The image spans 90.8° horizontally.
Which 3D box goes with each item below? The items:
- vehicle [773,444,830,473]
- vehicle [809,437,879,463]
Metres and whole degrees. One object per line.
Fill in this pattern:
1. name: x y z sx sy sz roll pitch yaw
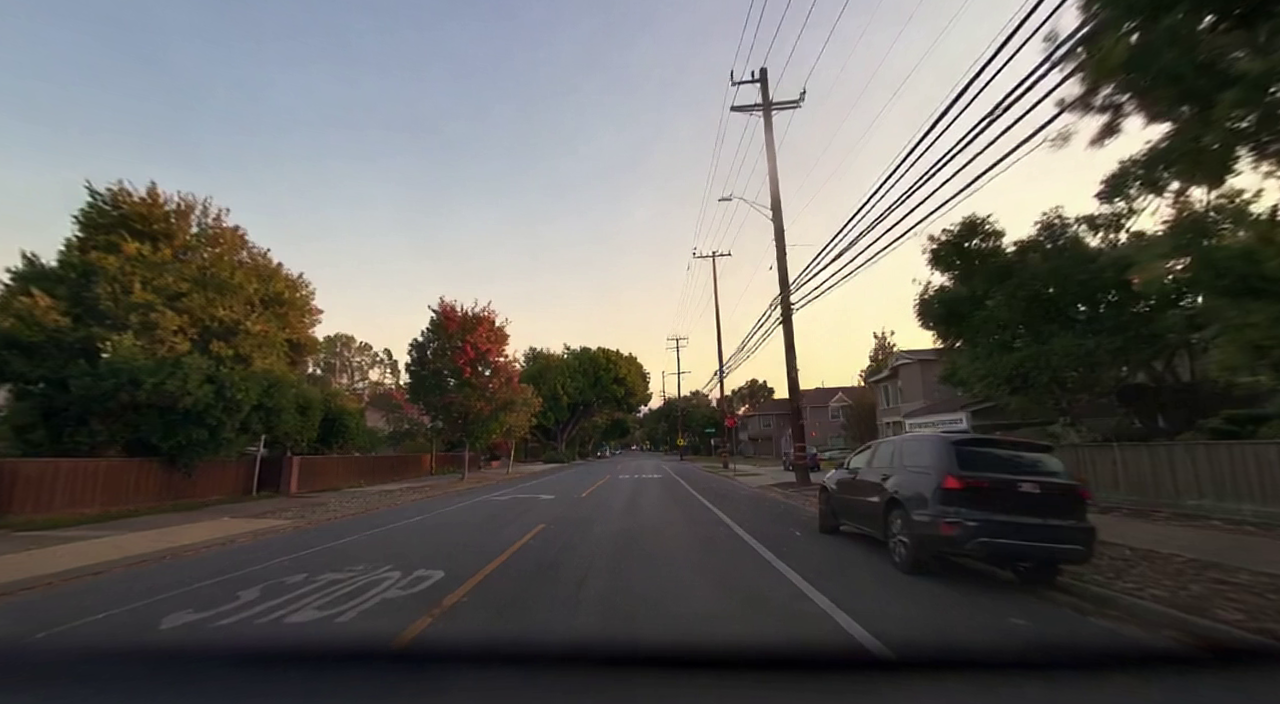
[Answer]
1. vehicle: 8.903 5.891 35.243 1.811 1.491 4.407 0 -9 -3
2. vehicle: 14.912 7.238 46.389 4.376 1.488 1.962 -4 -11 1
